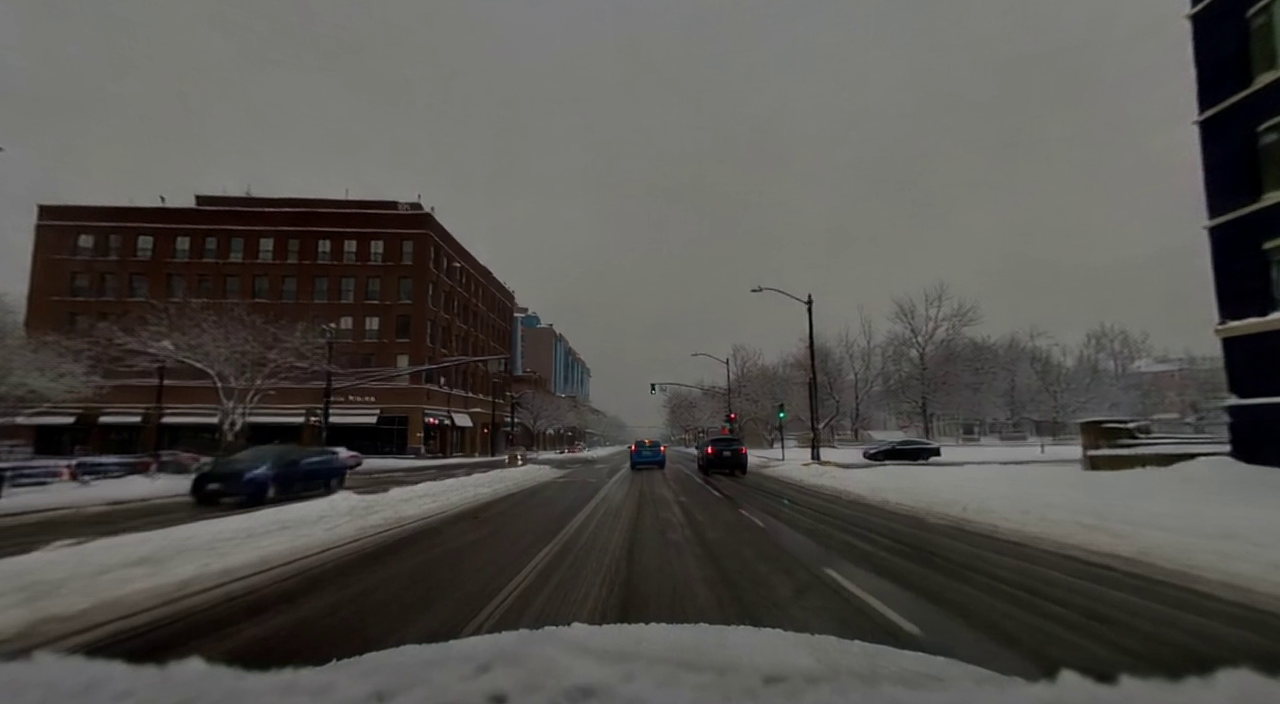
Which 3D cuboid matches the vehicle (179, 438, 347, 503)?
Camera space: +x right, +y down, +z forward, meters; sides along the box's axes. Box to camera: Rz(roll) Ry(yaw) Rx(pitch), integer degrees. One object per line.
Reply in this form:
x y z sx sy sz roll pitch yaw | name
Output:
-10.878 3.437 18.687 2.232 1.669 4.354 0 -9 1 | vehicle

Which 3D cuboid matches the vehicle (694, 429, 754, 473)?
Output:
3.924 4.773 30.483 2.159 1.938 4.836 0 -9 -1 | vehicle

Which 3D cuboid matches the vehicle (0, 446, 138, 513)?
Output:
-20.188 4.149 20.826 5.223 2.060 2.247 0 -9 1 | vehicle

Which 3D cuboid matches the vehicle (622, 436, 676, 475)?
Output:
0.383 4.622 28.301 2.245 1.587 4.094 0 -9 0 | vehicle

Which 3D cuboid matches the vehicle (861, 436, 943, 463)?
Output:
17.497 6.540 42.279 4.556 1.693 2.030 1 -9 -1 | vehicle
